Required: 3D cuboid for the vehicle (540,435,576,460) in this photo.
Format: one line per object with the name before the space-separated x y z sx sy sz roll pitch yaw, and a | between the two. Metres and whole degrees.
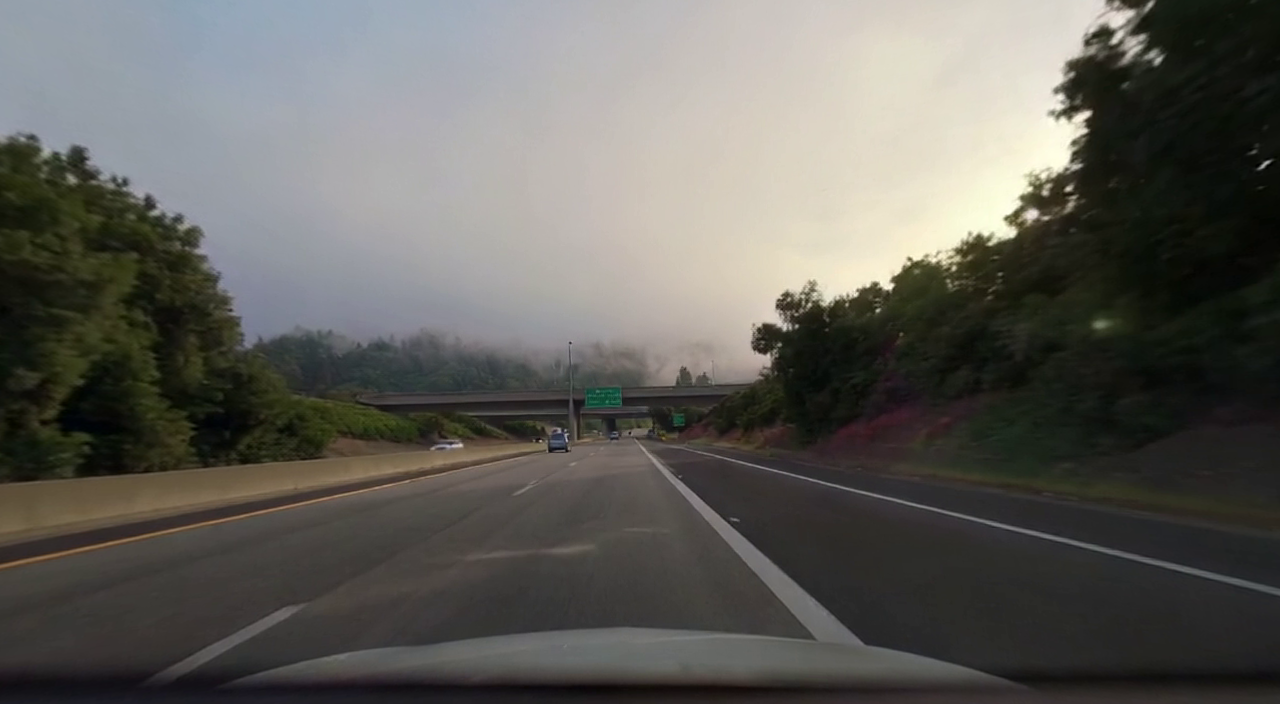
vehicle | -5.141 6.045 40.013 1.871 1.489 4.093 0 -8 -1
